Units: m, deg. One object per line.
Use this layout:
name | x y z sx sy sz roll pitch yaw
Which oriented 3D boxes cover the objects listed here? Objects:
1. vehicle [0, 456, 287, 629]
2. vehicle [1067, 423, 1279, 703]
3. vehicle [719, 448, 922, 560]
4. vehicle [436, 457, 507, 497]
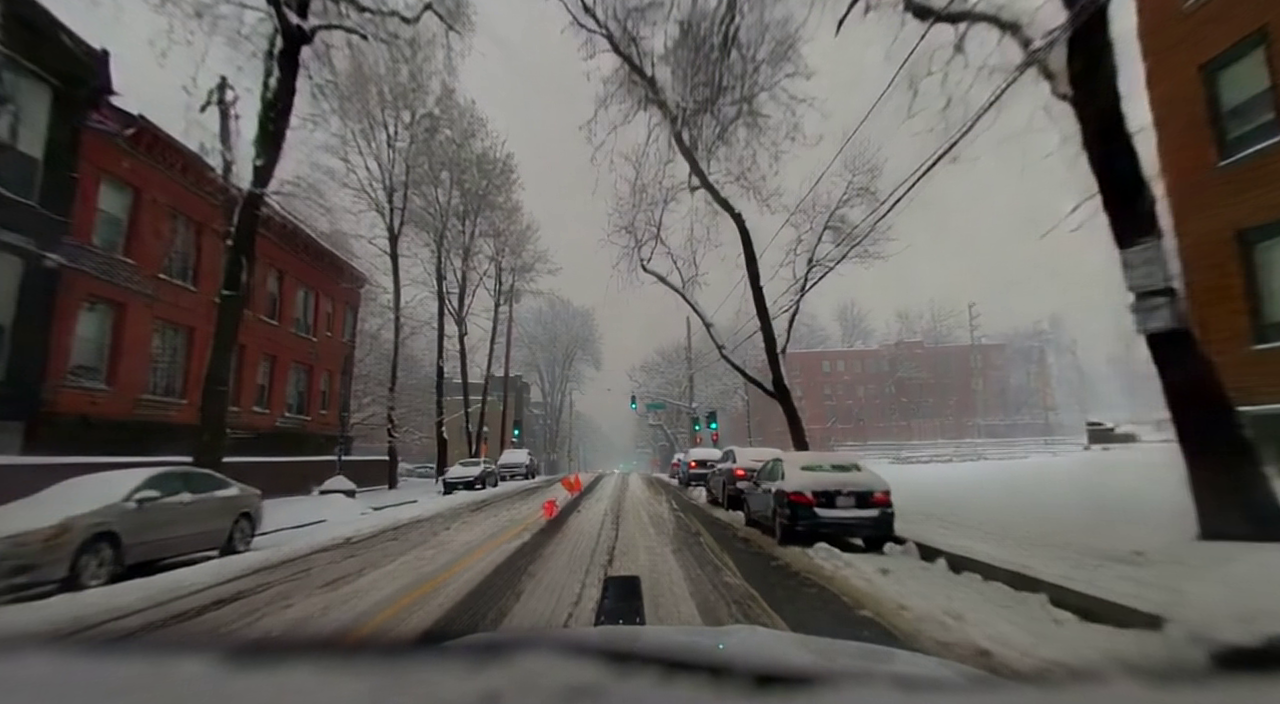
vehicle | -6.594 2.129 8.048 1.900 1.520 4.320 0 -9 -4
vehicle | 3.182 0.719 0.490 2.077 1.445 4.897 0 -9 -3
vehicle | 2.768 2.447 11.063 2.010 1.499 4.754 0 -9 -2
vehicle | -6.908 5.176 26.427 1.968 1.450 4.271 0 -9 -3
